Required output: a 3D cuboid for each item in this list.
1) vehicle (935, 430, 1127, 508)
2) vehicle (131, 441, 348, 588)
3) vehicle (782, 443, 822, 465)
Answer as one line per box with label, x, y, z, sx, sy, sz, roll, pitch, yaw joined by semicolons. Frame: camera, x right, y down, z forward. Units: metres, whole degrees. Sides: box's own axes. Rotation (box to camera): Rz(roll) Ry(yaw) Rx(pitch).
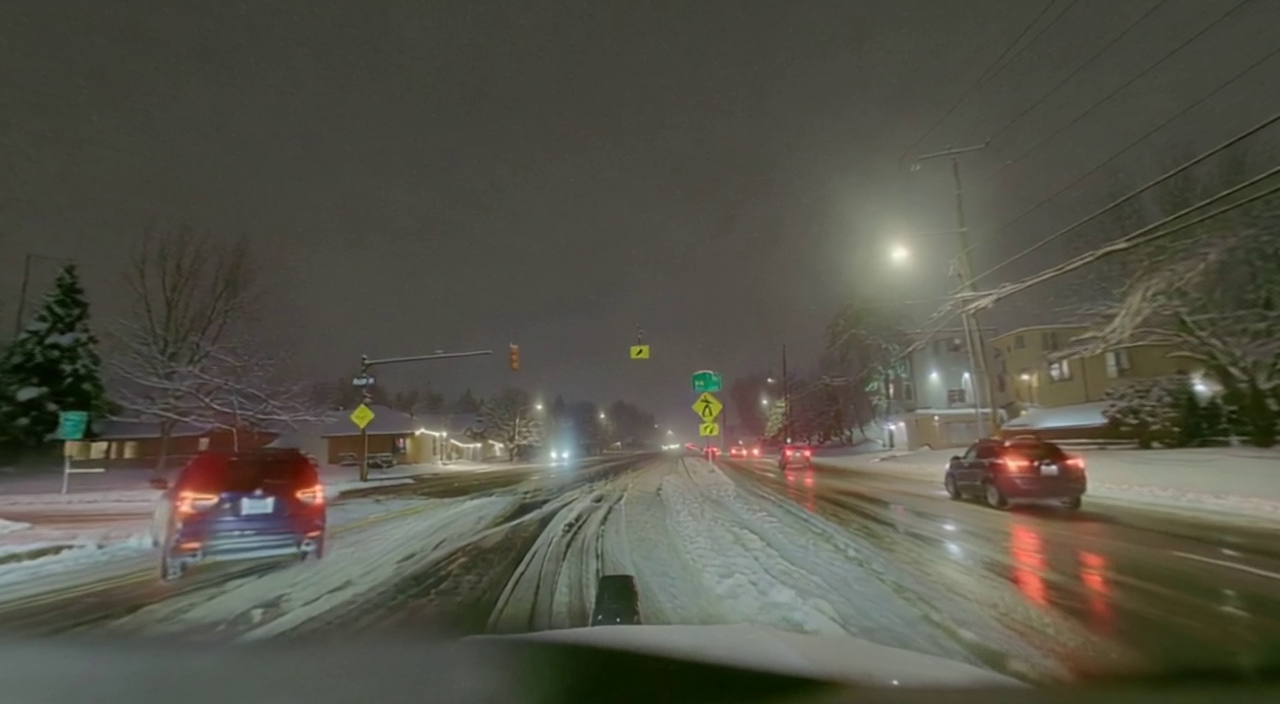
vehicle;9.099;2.747;15.117;2.007;1.586;4.210;-1;-9;3
vehicle;-5.515;2.050;8.786;2.014;1.525;3.670;5;-10;-32
vehicle;11.636;7.324;45.211;1.931;1.475;4.092;-1;-9;3
